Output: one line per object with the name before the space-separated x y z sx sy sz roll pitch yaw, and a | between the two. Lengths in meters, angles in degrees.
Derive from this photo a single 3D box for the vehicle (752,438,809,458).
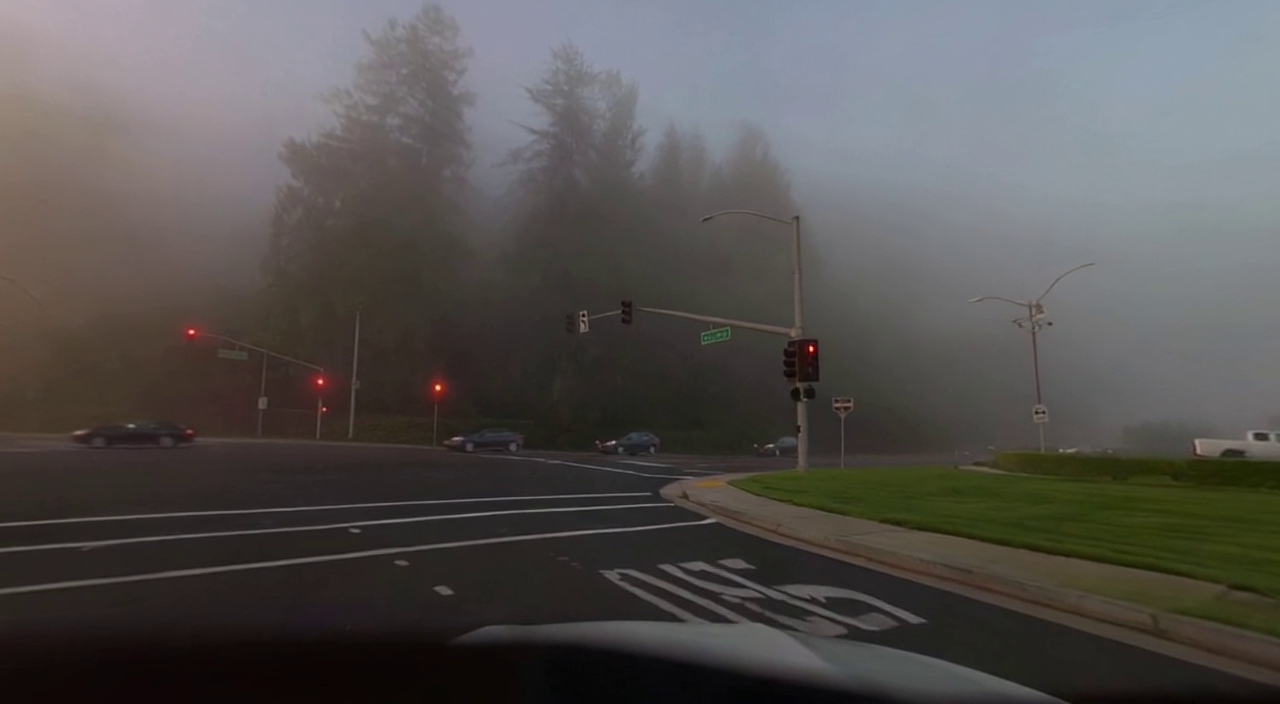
vehicle | 11.007 7.502 49.009 4.481 1.487 1.847 7 -11 -38

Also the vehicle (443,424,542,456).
vehicle | -7.776 4.676 33.295 4.649 1.585 1.965 7 -11 -38

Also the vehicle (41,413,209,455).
vehicle | -19.576 3.175 24.119 4.740 1.462 1.828 7 -11 -39

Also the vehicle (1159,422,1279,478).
vehicle | 26.227 4.158 26.698 2.437 2.249 5.939 8 -12 -44

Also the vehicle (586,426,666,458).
vehicle | -0.708 4.903 34.244 4.135 1.633 1.990 8 -12 -44
